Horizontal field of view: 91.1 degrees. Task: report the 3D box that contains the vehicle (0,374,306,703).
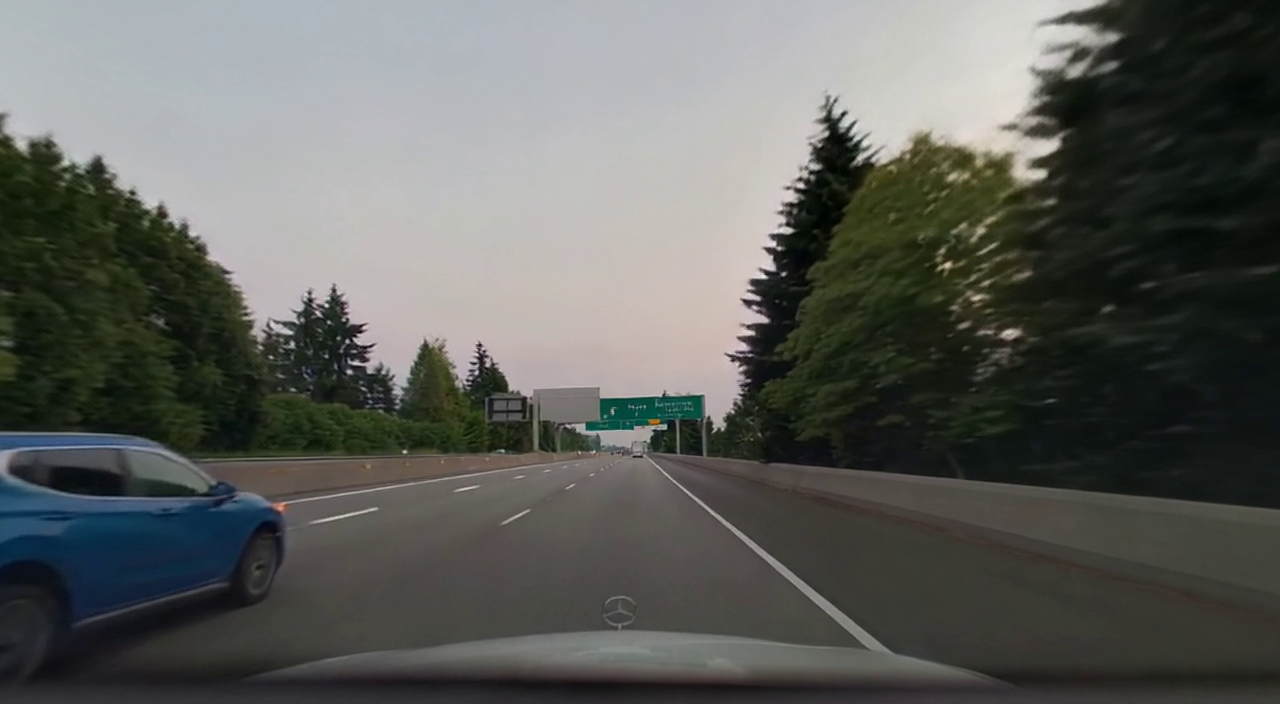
[{"bbox_3d":[-3.880,0.980,3.099,2.104,1.626,4.283,0,-9,0],"label":"vehicle"}]
